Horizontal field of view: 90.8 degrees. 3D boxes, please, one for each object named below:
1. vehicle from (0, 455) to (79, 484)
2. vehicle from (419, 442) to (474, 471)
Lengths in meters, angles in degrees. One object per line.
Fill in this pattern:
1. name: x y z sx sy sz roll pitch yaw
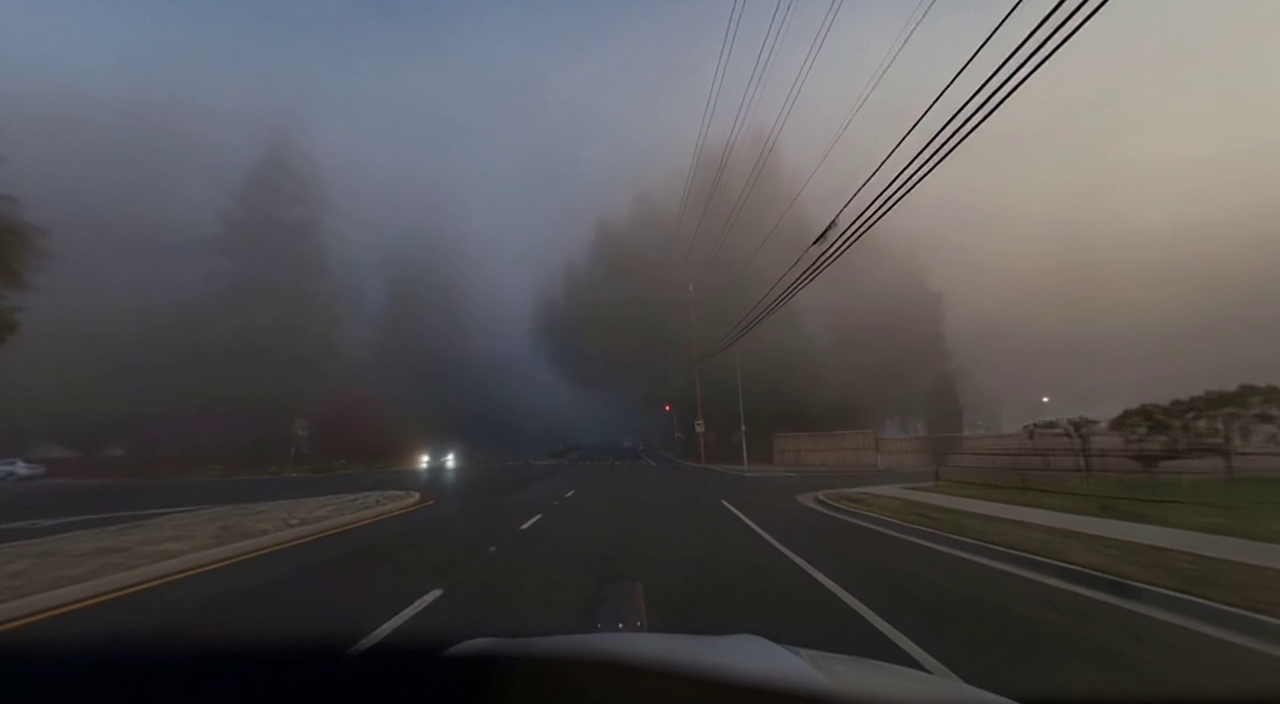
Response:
1. vehicle: -31.174 5.869 31.581 4.267 1.381 1.786 1 -9 -6
2. vehicle: -12.047 6.510 39.640 2.072 1.680 4.705 0 -9 -1
